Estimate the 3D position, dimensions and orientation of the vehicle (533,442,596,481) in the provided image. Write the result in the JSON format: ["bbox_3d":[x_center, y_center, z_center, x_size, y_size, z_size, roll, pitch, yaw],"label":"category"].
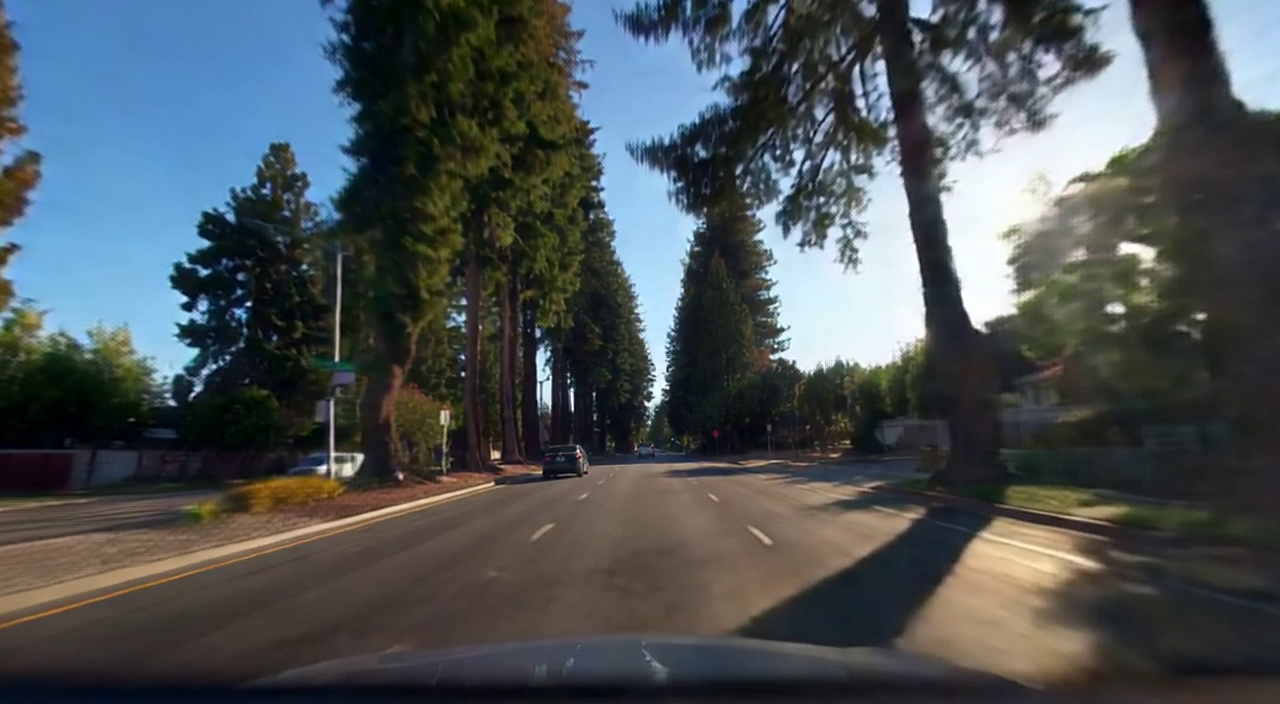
[{"bbox_3d":[-3.011,4.497,26.109,2.021,1.466,4.330,0,-9,1],"label":"vehicle"}]
